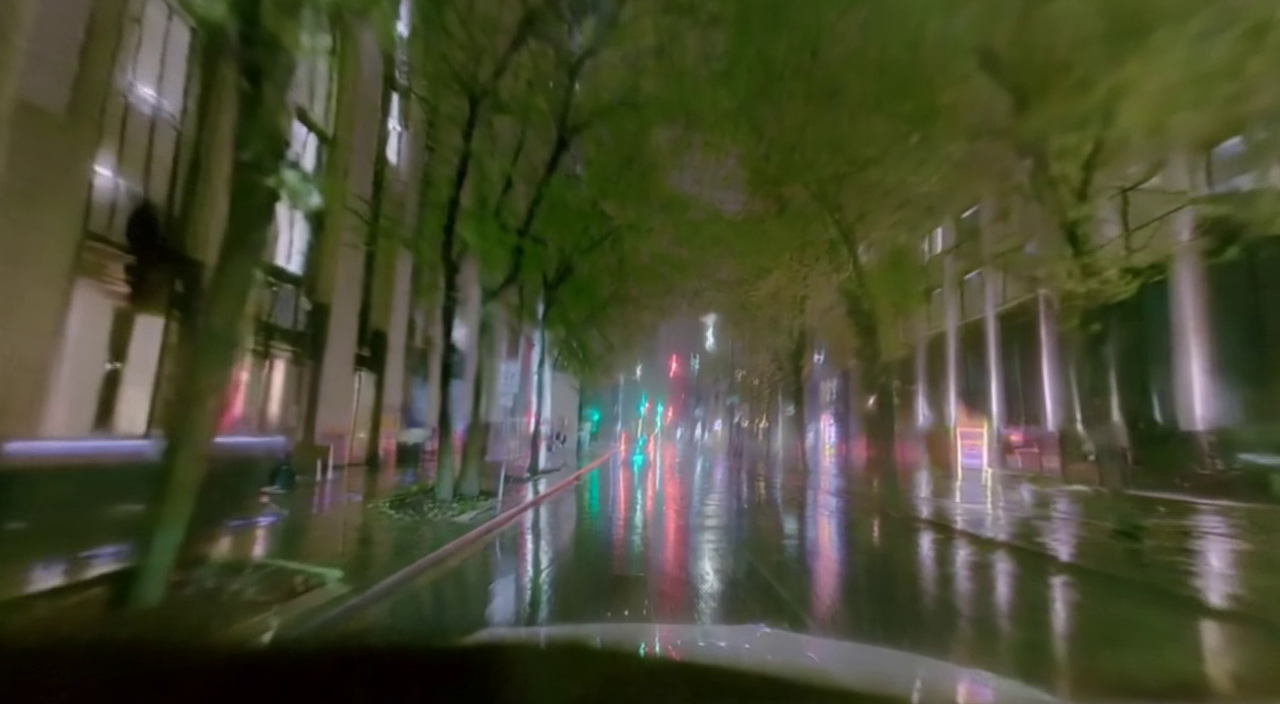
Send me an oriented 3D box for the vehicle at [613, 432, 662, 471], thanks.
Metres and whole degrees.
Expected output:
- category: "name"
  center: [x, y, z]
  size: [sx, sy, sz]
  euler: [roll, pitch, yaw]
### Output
- category: "vehicle"
  center: [-0.111, 4.517, 28.761]
  size: [2.079, 1.621, 3.861]
  euler: [0, -8, -1]
